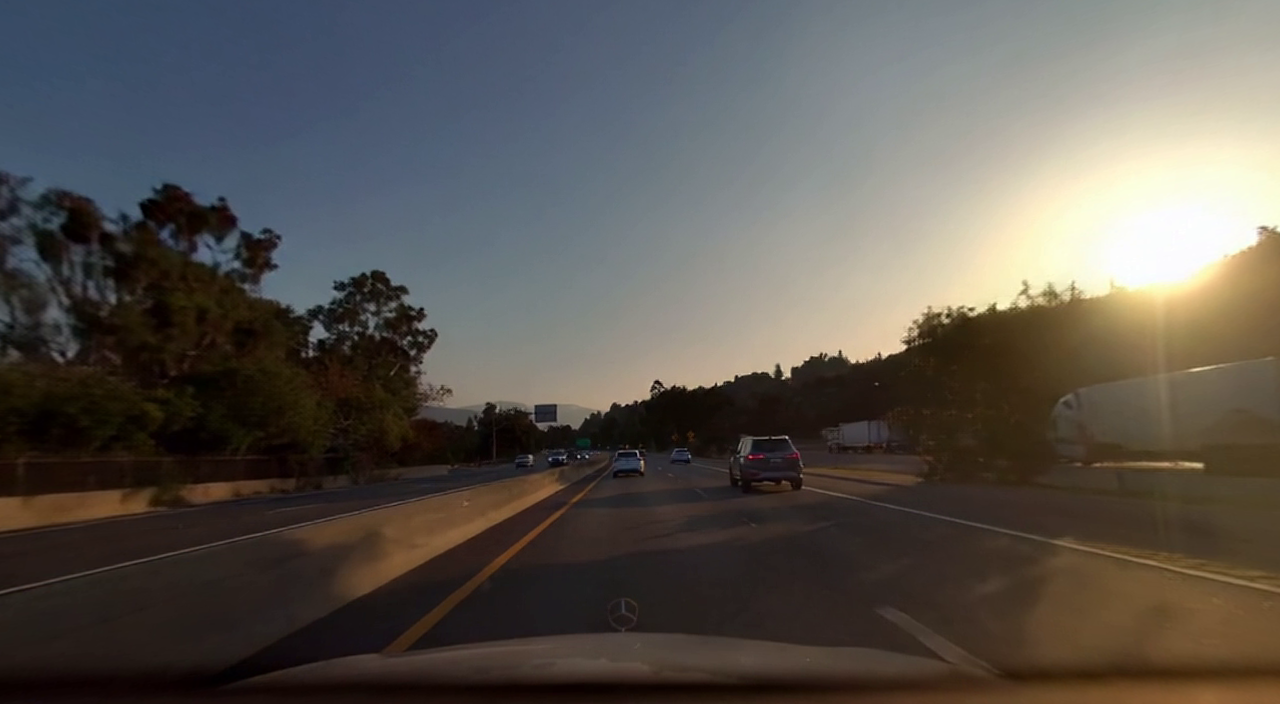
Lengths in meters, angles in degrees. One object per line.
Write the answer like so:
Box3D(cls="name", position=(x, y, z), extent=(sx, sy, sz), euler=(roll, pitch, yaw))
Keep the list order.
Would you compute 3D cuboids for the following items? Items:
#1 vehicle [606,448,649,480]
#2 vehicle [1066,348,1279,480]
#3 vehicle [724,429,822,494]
Box3D(cls="vehicle", position=(-0.620, 5.677, 31.997), extent=(2.029, 1.483, 3.769), euler=(0, -9, -1))
Box3D(cls="vehicle", position=(22.444, 2.788, 25.177), extent=(2.890, 4.108, 13.635), euler=(-2, -9, 8))
Box3D(cls="vehicle", position=(4.424, 3.742, 21.730), extent=(2.261, 1.952, 4.784), euler=(0, -9, -1))
